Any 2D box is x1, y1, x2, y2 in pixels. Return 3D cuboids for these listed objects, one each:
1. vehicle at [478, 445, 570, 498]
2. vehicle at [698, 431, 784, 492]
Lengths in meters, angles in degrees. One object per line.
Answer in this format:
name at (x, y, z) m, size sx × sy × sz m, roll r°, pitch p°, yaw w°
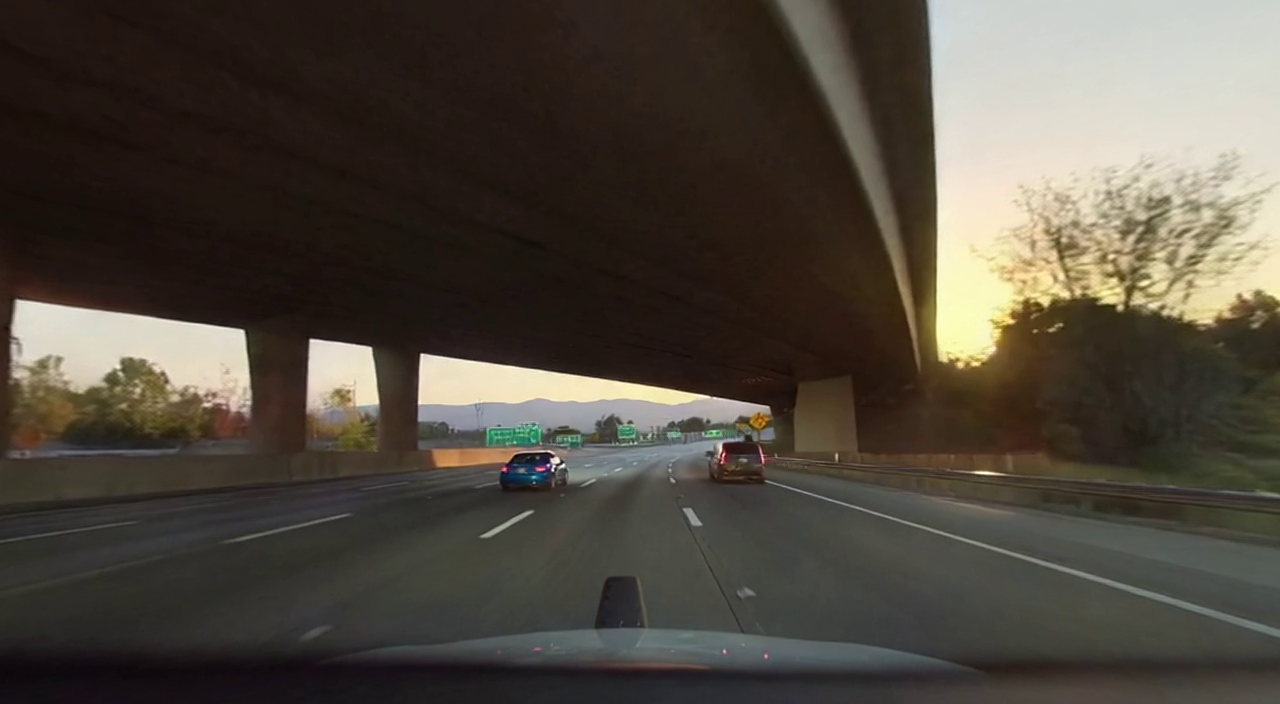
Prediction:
vehicle at (-3.515, 3.712, 19.983) m, size 1.937 × 1.490 × 4.372 m, roll -1°, pitch -9°, yaw 2°
vehicle at (3.286, 3.691, 21.433) m, size 2.225 × 1.833 × 4.340 m, roll 0°, pitch -9°, yaw 1°
